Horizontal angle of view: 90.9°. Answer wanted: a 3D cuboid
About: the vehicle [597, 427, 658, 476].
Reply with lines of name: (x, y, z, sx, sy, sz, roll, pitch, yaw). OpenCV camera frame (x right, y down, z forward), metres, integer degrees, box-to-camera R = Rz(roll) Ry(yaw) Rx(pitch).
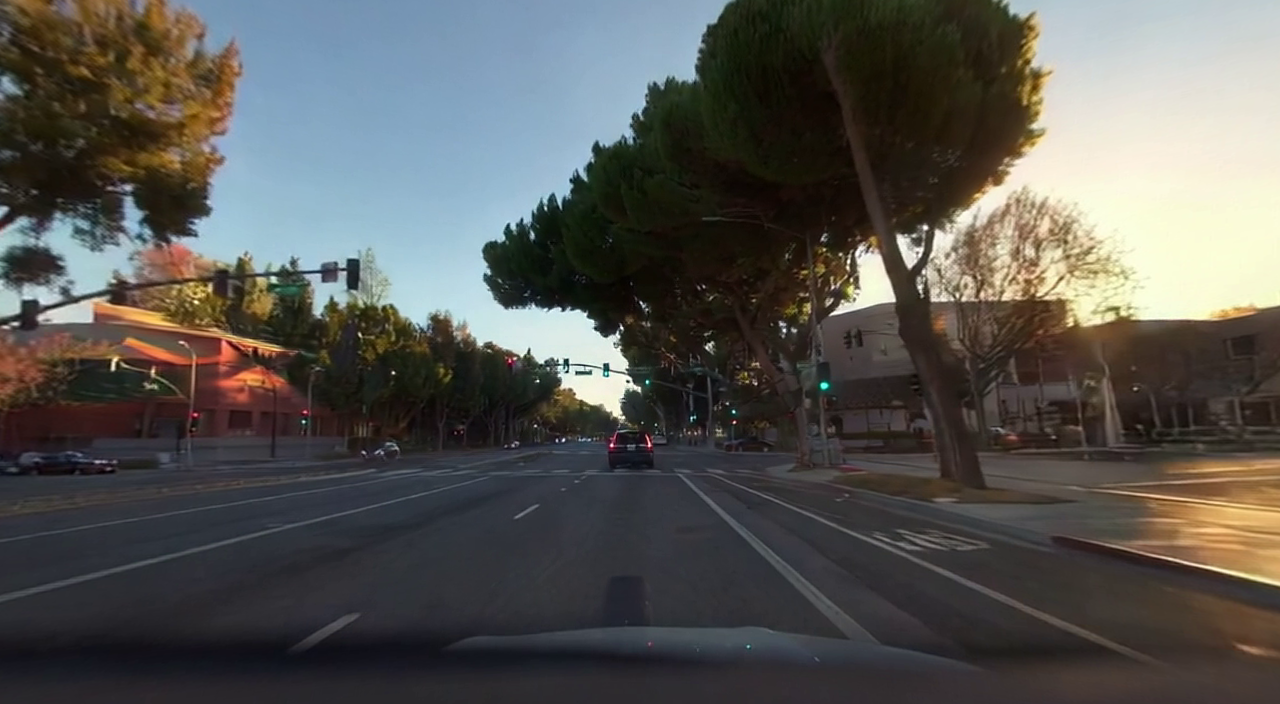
vehicle: (-0.464, 3.869, 24.656, 2.169, 1.751, 4.276, 0, -8, -1)

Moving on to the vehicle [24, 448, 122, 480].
vehicle: (-29.100, 5.711, 32.352, 4.504, 1.524, 2.226, -5, -10, 28)

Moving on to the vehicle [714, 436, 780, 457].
vehicle: (8.028, 7.090, 47.432, 4.465, 1.506, 2.028, -4, -9, 24)
